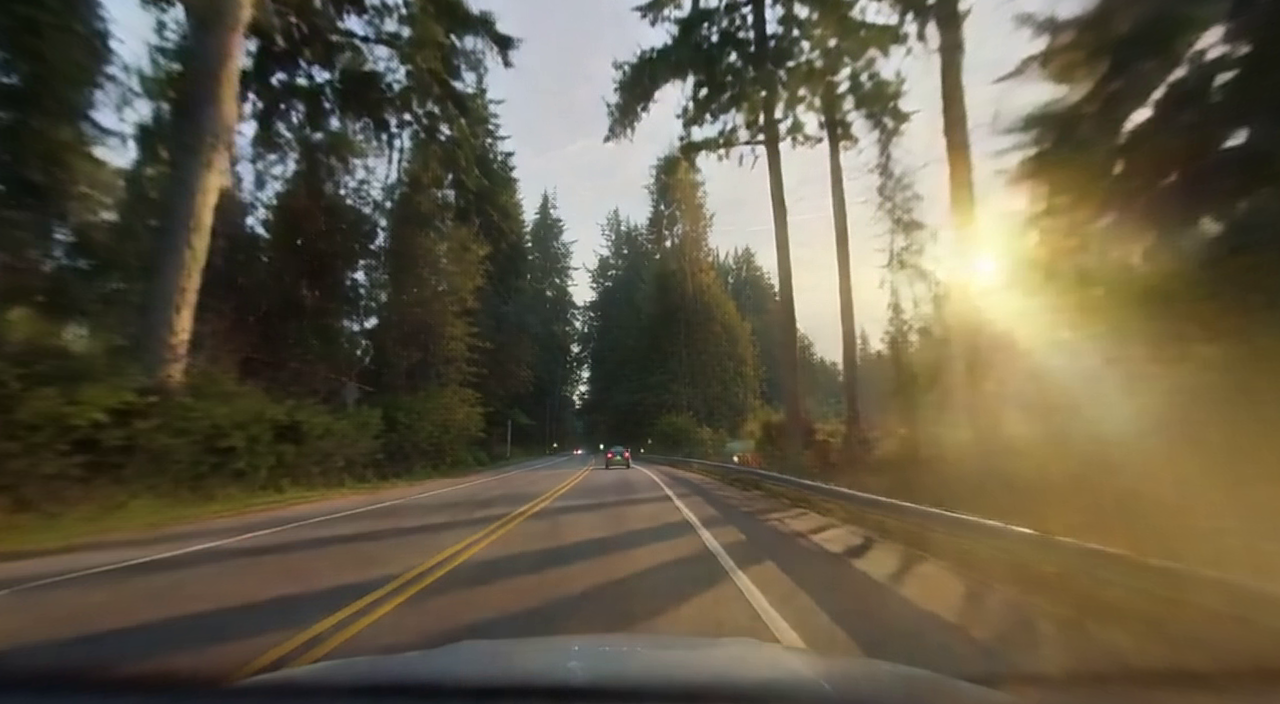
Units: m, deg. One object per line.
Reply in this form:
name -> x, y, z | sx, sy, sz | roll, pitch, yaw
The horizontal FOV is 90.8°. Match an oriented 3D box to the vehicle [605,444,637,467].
vehicle -> -1.269, 6.845, 41.916 | 2.042, 1.489, 3.963 | 1, -9, -2
